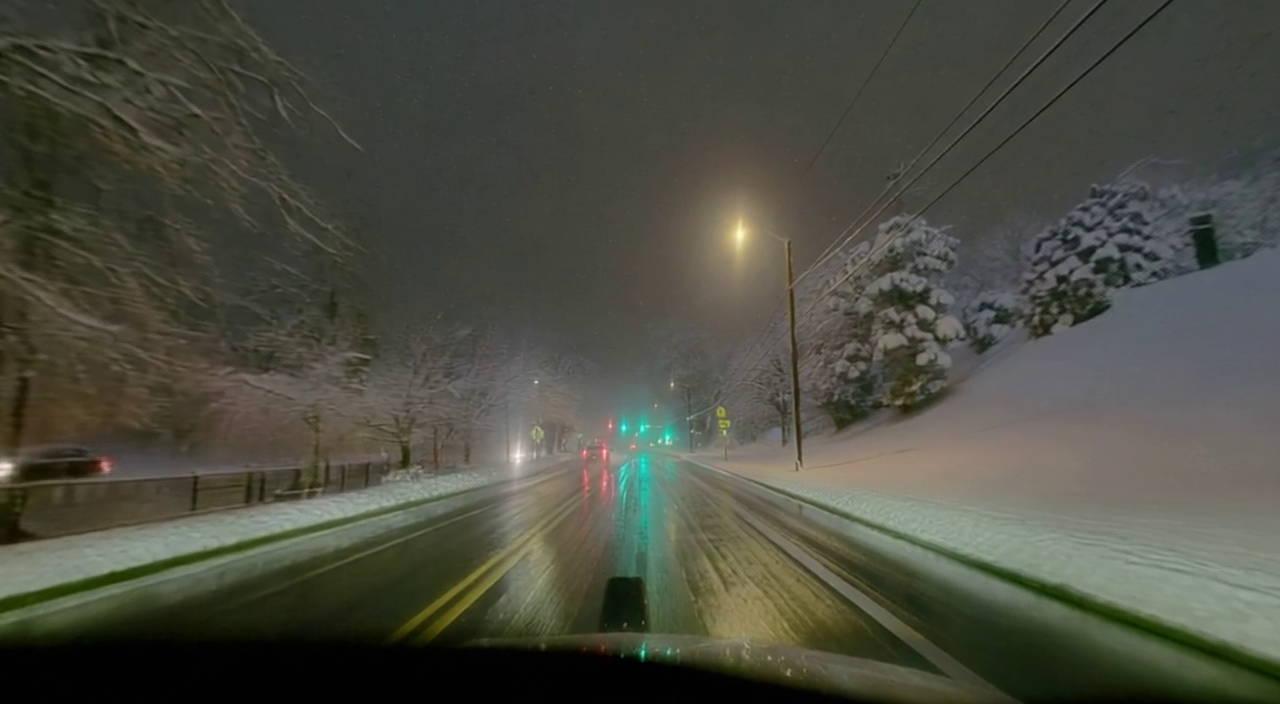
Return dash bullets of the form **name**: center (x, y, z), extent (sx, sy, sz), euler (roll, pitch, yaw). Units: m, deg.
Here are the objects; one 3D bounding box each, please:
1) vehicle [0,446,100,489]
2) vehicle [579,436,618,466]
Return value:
- **vehicle**: center (-23.576, 4.337, 23.993), extent (1.848, 1.520, 4.593), euler (-1, -8, 1)
- **vehicle**: center (-2.485, 6.066, 38.679), extent (2.016, 1.694, 4.335), euler (-1, -8, 1)
